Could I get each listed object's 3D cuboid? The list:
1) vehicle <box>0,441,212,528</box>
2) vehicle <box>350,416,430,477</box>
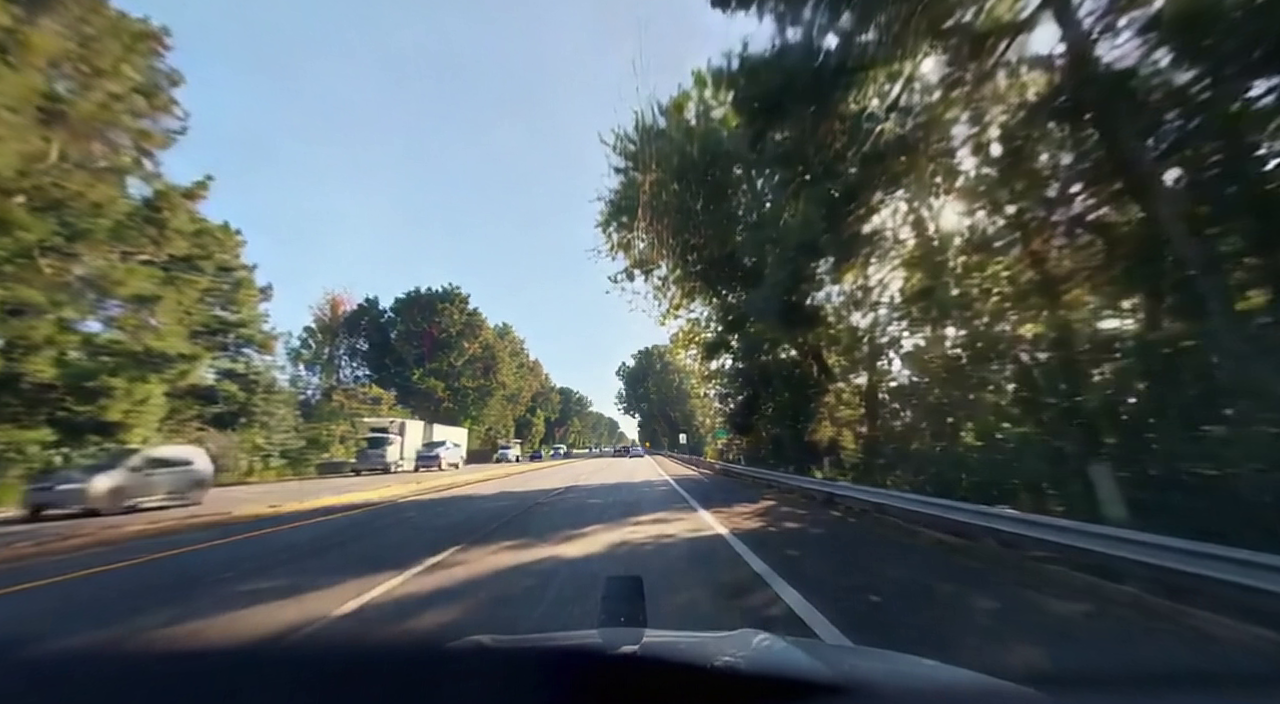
[{"bbox_3d":[-12.566,3.017,14.860,1.904,1.704,4.258,0,-9,0],"label":"vehicle"},{"bbox_3d":[-17.142,6.613,43.725,3.017,3.899,5.910,0,-10,-1],"label":"vehicle"}]
